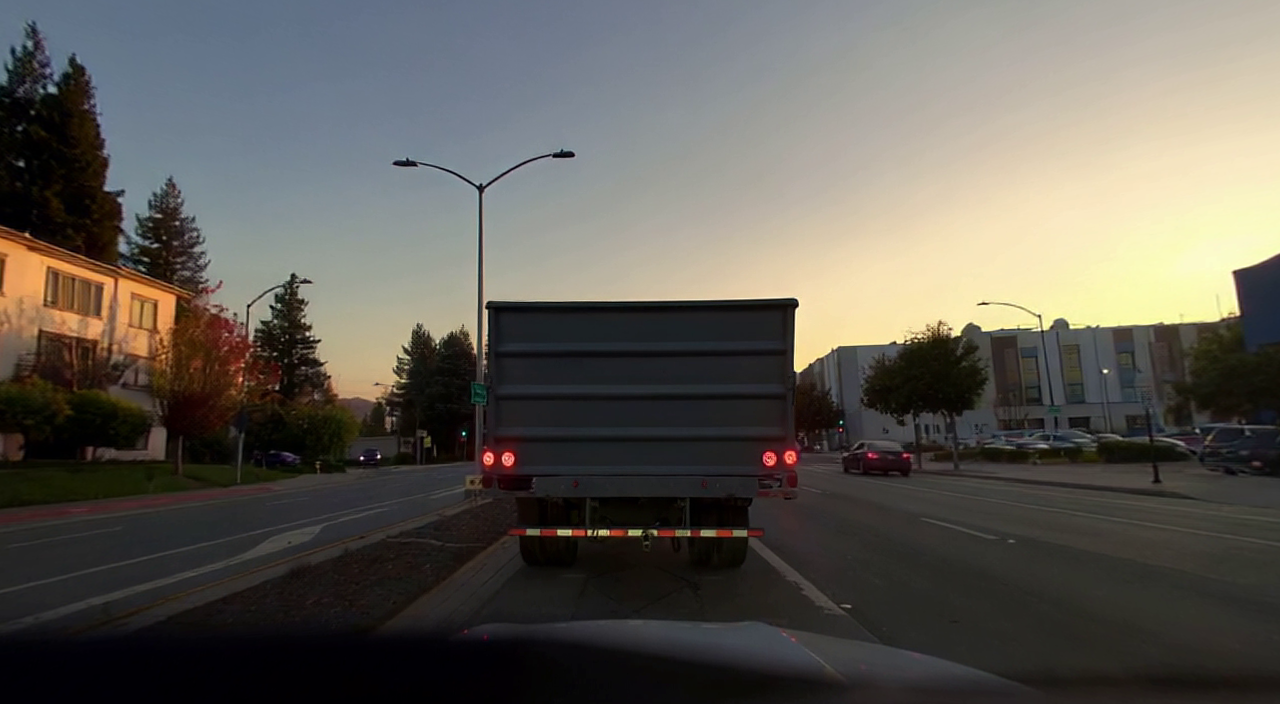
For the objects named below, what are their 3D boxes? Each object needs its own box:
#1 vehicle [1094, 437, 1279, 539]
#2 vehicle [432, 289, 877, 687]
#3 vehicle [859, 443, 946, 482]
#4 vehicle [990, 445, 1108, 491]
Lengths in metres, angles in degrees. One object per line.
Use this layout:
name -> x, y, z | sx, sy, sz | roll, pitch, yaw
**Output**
vehicle -> 10.365, 2.170, 10.540 | 2.071, 1.477, 4.726 | -1, -8, 1
vehicle -> 0.231, 1.302, 7.389 | 2.650, 2.391, 7.008 | -1, -8, 3
vehicle -> 10.817, 4.563, 26.290 | 1.907, 1.465, 4.077 | -1, -8, 1
vehicle -> 14.273, 4.024, 22.256 | 1.702, 1.475, 3.670 | -1, -8, 1
